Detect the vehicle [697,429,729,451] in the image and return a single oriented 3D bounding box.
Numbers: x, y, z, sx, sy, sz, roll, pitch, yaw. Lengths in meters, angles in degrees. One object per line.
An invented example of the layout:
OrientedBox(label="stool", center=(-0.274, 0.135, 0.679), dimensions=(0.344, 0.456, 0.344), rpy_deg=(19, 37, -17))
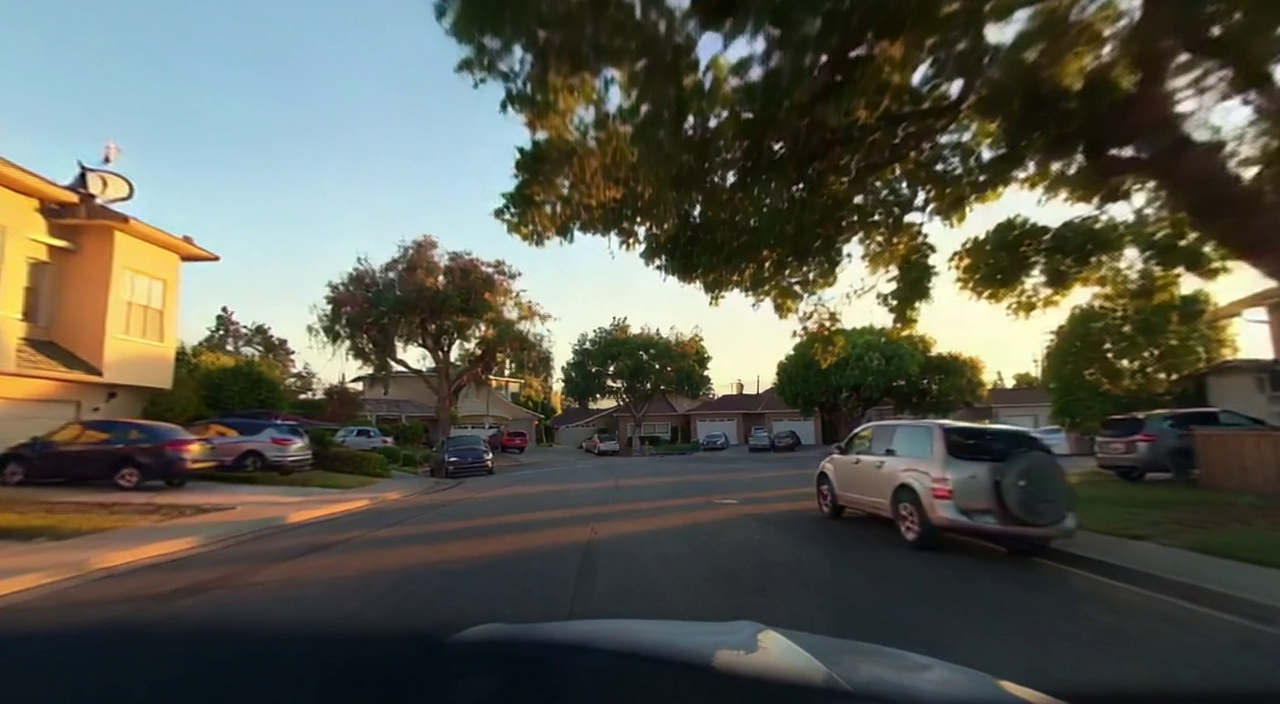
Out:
OrientedBox(label="vehicle", center=(5.162, 6.316, 45.314), dimensions=(1.833, 1.540, 3.532), rpy_deg=(0, -8, -1))

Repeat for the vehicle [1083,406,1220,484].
OrientedBox(label="vehicle", center=(12.444, 2.286, 15.705), dimensions=(1.946, 1.633, 4.420), rpy_deg=(-5, -9, 31))

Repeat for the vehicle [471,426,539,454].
OrientedBox(label="vehicle", center=(-9.558, 6.204, 44.543), dimensions=(2.305, 1.824, 5.096), rpy_deg=(7, -11, -43))

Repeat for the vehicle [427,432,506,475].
OrientedBox(label="vehicle", center=(-6.794, 3.843, 24.361), dimensions=(2.236, 1.459, 4.832), rpy_deg=(3, -9, -23))

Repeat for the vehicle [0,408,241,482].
OrientedBox(label="vehicle", center=(-11.778, 2.083, 14.185), dimensions=(4.221, 1.508, 2.032), rpy_deg=(0, -8, 0))

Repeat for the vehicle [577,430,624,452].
OrientedBox(label="vehicle", center=(-2.972, 6.608, 46.890), dimensions=(1.932, 1.518, 4.343), rpy_deg=(4, -9, -26))

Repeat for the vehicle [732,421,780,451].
OrientedBox(label="vehicle", center=(8.167, 6.001, 45.055), dimensions=(2.455, 2.018, 5.271), rpy_deg=(0, -8, 0))

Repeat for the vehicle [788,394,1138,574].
OrientedBox(label="vehicle", center=(3.928, 1.701, 9.137), dimensions=(2.235, 1.829, 5.194), rpy_deg=(0, -8, -1))
